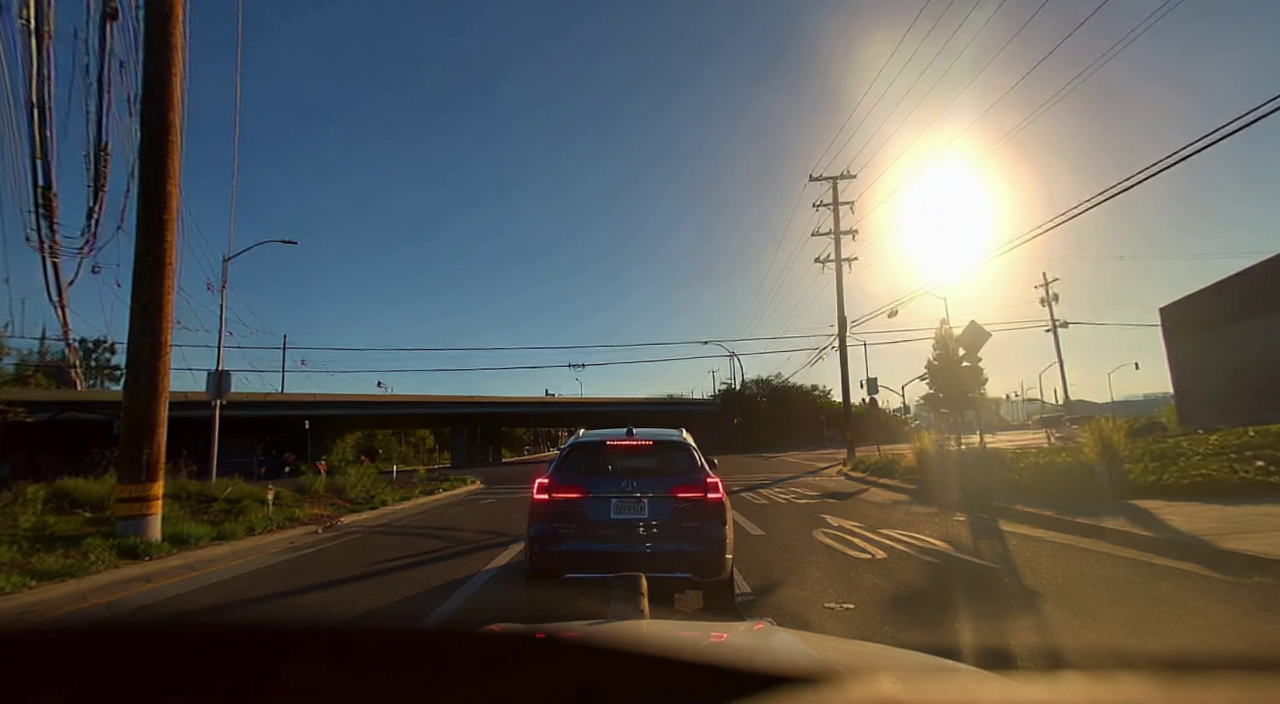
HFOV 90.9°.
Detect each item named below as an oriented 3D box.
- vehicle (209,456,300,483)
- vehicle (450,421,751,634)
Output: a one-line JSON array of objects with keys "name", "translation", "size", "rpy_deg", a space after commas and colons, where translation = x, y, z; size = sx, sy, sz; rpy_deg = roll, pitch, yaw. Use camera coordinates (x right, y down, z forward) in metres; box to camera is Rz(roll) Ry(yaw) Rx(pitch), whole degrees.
[{"name": "vehicle", "translation": [-24.783, 7.538, 40.635], "size": [1.808, 1.539, 4.600], "rpy_deg": [-8, -11, 40]}, {"name": "vehicle", "translation": [-0.239, 1.529, 6.467], "size": [2.090, 1.458, 4.033], "rpy_deg": [-1, -9, 1]}]
